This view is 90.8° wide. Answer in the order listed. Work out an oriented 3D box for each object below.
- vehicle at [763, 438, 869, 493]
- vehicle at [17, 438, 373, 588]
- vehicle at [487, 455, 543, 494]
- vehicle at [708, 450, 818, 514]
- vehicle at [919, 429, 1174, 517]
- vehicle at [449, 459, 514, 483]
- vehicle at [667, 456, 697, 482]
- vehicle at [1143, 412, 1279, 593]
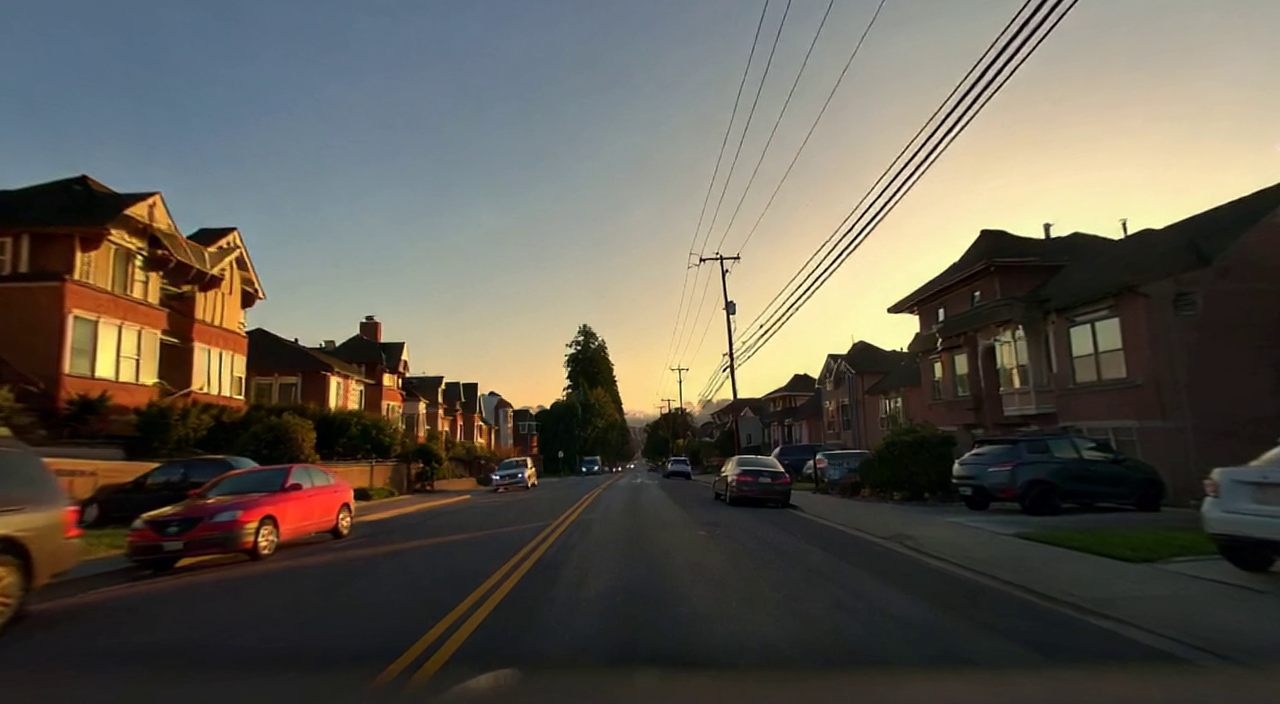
[{"bbox_3d":[6.855,4.589,25.451,2.764,1.753,5.704,-5,-11,2],"label":"vehicle"},{"bbox_3d":[-6.180,2.283,9.805,1.971,1.631,4.944,-2,-10,-1],"label":"vehicle"},{"bbox_3d":[-6.381,6.302,32.822,2.056,1.741,4.532,-2,-10,-1],"label":"vehicle"},{"bbox_3d":[3.280,3.554,17.799,2.076,1.513,4.305,0,-8,-2],"label":"vehicle"},{"bbox_3d":[8.246,2.464,13.150,3.866,1.664,2.015,0,-8,0],"label":"vehicle"},{"bbox_3d":[-12.116,9.125,48.546,4.480,1.665,1.930,0,-9,-1],"label":"vehicle"},{"bbox_3d":[3.101,8.679,47.018,1.945,1.792,3.903,0,-8,0],"label":"vehicle"},{"bbox_3d":[7.918,1.362,5.859,4.698,1.554,2.118,0,-8,-1],"label":"vehicle"}]
